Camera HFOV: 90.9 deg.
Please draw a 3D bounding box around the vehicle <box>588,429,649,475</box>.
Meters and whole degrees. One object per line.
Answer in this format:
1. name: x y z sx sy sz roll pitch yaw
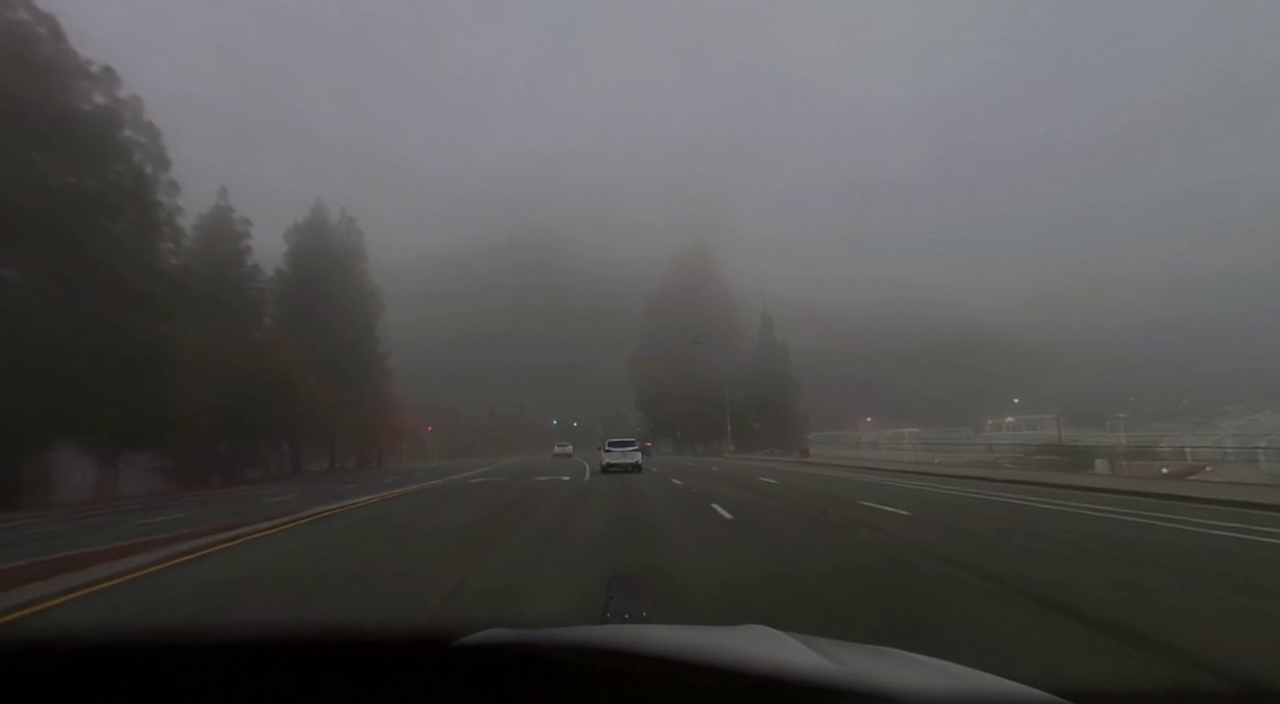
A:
1. vehicle: -1.021 4.239 26.945 2.253 1.756 4.313 1 -8 -6
